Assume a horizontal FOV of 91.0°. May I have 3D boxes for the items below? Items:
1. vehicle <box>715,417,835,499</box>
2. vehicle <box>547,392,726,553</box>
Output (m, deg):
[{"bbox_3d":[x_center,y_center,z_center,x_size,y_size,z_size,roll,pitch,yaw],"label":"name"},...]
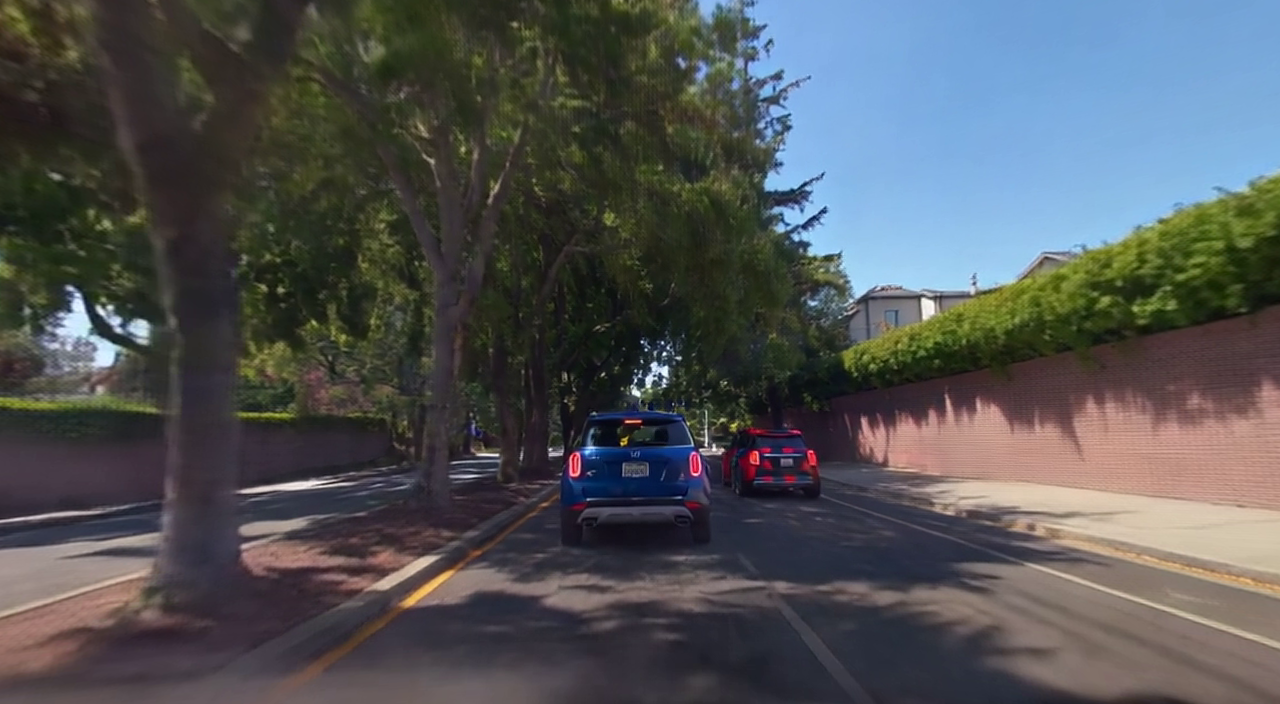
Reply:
[{"bbox_3d":[3.074,2.526,15.292,1.840,1.709,4.202,1,-8,-2],"label":"vehicle"},{"bbox_3d":[-0.090,1.578,8.665,1.984,1.777,3.148,1,-8,-2],"label":"vehicle"}]
